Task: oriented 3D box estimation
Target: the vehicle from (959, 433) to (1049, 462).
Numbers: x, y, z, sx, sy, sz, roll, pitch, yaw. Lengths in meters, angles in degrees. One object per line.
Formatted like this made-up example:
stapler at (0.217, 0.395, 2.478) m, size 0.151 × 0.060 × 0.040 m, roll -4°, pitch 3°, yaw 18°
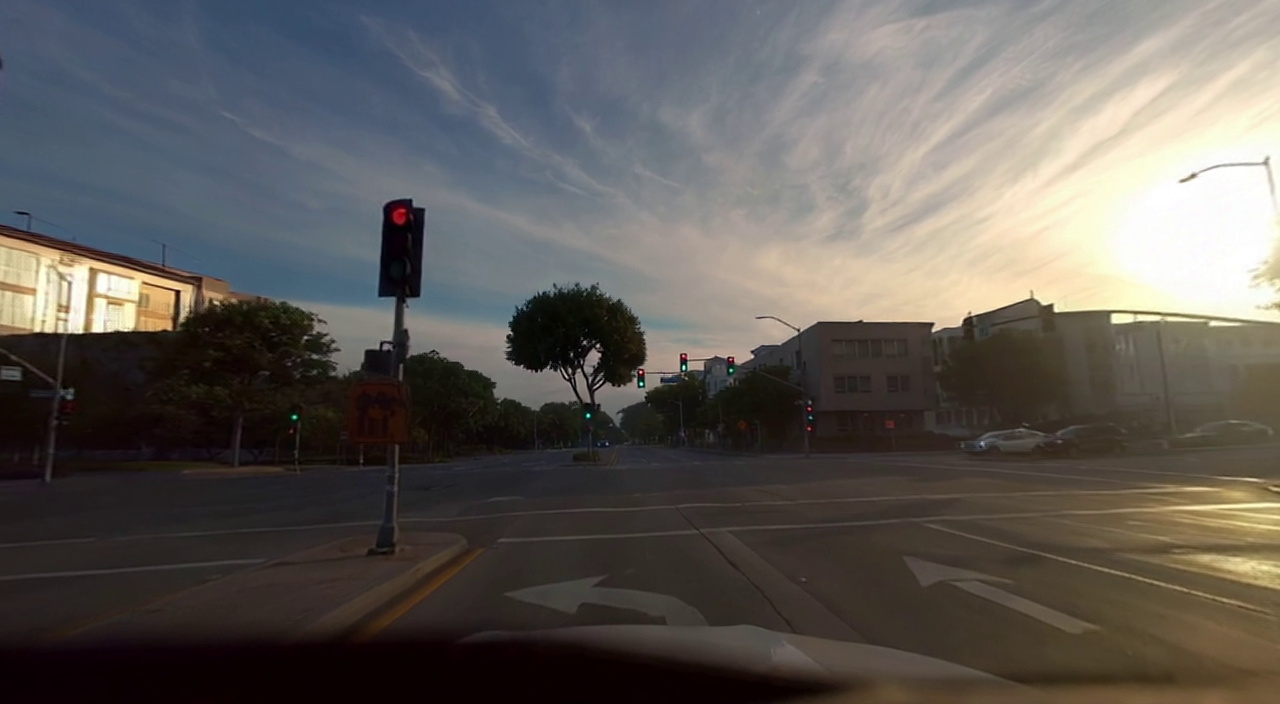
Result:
vehicle at (21.712, 5.692, 37.567) m, size 4.769 × 1.634 × 1.884 m, roll 3°, pitch -9°, yaw -19°
